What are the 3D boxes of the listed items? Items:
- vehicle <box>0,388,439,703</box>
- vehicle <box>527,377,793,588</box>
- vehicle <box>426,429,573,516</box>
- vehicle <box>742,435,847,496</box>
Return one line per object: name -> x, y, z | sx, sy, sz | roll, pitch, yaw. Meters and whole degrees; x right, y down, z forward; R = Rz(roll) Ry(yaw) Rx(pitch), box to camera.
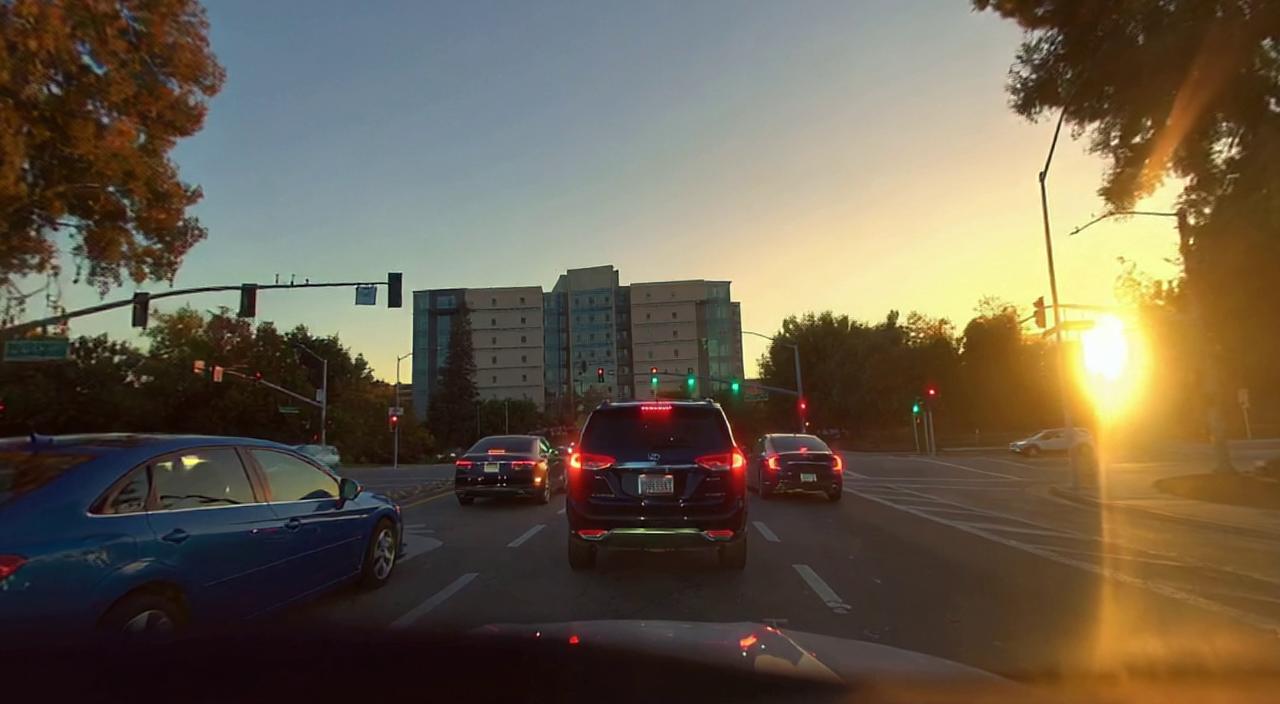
vehicle -> -3.215, 1.201, 4.434 | 1.958, 1.494, 4.624 | 0, -8, 2
vehicle -> 0.216, 1.446, 7.733 | 2.300, 1.832, 4.331 | 0, -8, 1
vehicle -> -2.685, 2.397, 13.096 | 1.851, 1.502, 4.042 | 0, -8, 4
vehicle -> 4.118, 3.081, 17.510 | 1.979, 1.453, 4.011 | 0, -8, 1
